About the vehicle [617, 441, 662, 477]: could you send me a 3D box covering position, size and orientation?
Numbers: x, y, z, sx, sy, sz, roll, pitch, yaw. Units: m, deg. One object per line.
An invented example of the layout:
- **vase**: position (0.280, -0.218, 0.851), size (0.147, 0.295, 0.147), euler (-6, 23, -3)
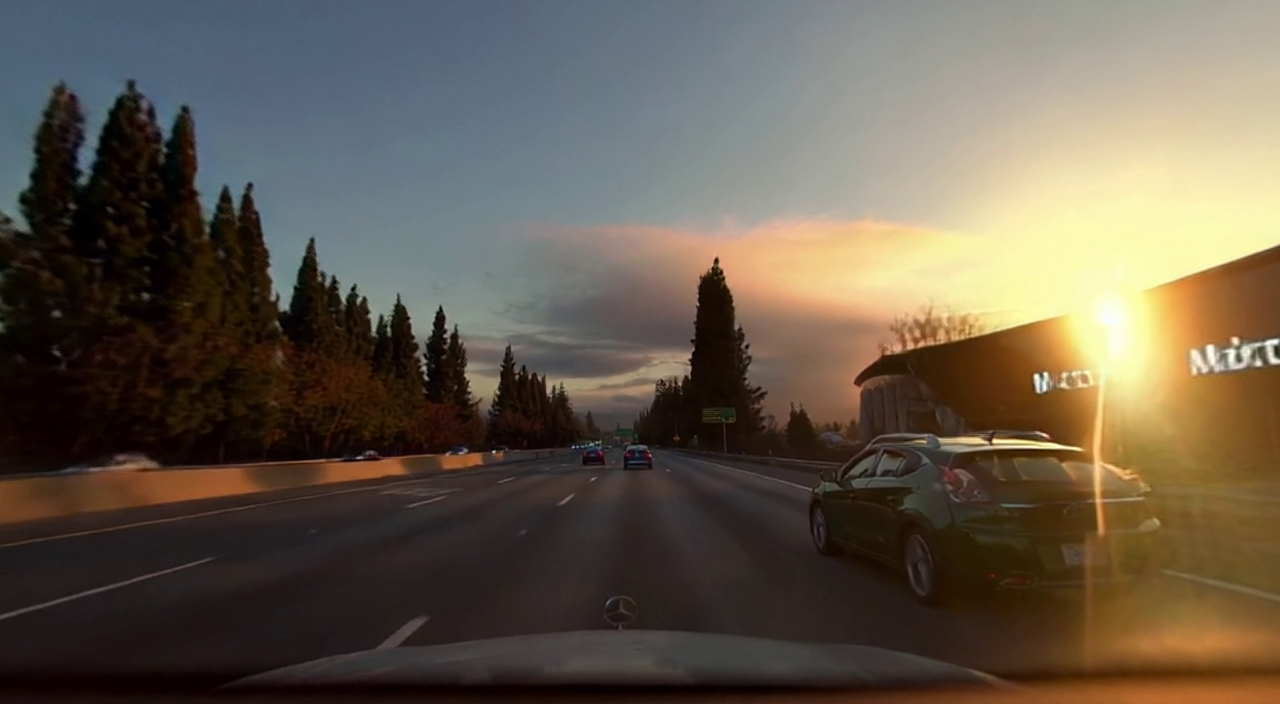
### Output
- **vehicle**: position (-0.048, 5.927, 35.102), size (2.302, 1.810, 4.707), euler (0, -8, -1)

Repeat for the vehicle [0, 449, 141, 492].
- **vehicle**: position (-26.863, 5.535, 29.814), size (2.019, 1.778, 5.299), euler (0, -8, 0)
